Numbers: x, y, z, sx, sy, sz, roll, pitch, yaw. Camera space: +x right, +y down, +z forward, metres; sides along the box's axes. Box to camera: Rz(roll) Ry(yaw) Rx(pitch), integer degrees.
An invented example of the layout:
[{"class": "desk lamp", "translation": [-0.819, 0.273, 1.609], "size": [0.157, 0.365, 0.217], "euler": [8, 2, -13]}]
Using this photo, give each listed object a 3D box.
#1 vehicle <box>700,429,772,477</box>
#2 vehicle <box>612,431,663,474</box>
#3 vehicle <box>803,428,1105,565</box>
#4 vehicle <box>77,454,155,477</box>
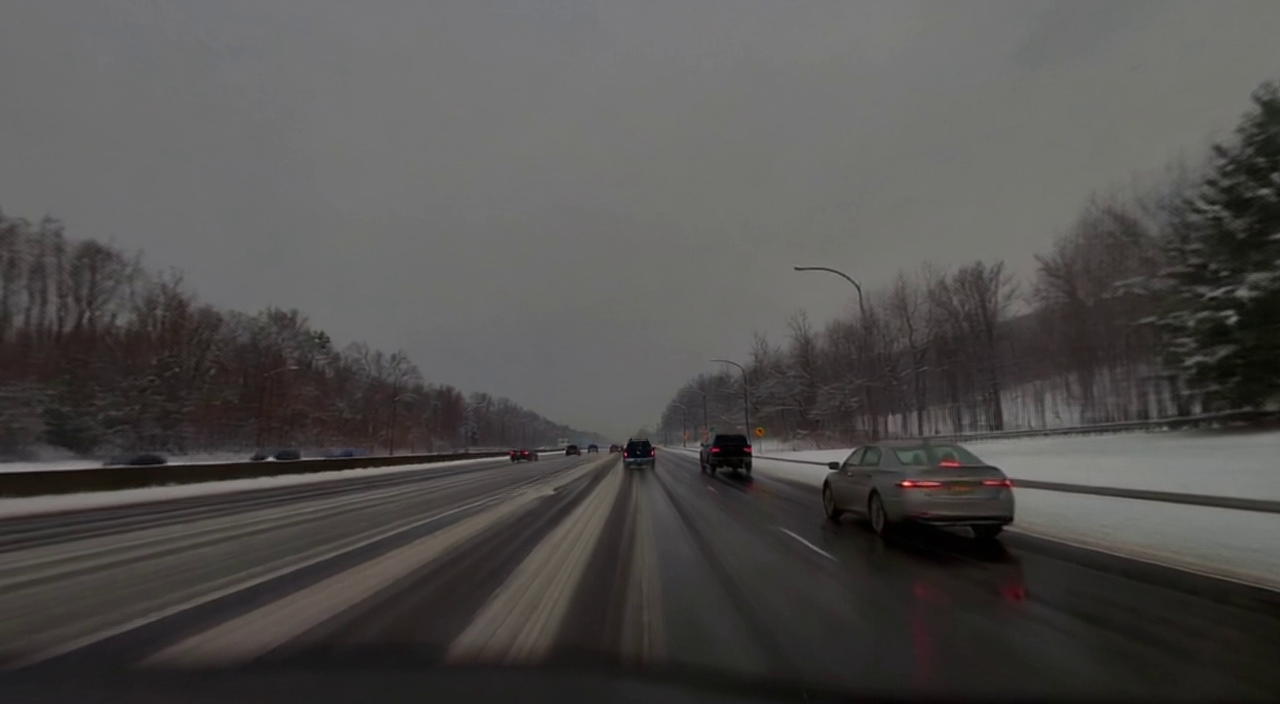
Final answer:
[{"class": "vehicle", "translation": [4.283, 4.659, 29.202], "size": [2.388, 1.998, 5.749], "euler": [0, -9, 0]}, {"class": "vehicle", "translation": [-0.093, 5.049, 31.713], "size": [2.372, 1.957, 5.121], "euler": [0, -9, 1]}, {"class": "vehicle", "translation": [4.118, 1.978, 9.450], "size": [2.057, 1.508, 4.767], "euler": [0, -9, 0]}, {"class": "vehicle", "translation": [-37.013, 8.019, 44.598], "size": [1.923, 1.497, 4.018], "euler": [0, -9, 2]}]
